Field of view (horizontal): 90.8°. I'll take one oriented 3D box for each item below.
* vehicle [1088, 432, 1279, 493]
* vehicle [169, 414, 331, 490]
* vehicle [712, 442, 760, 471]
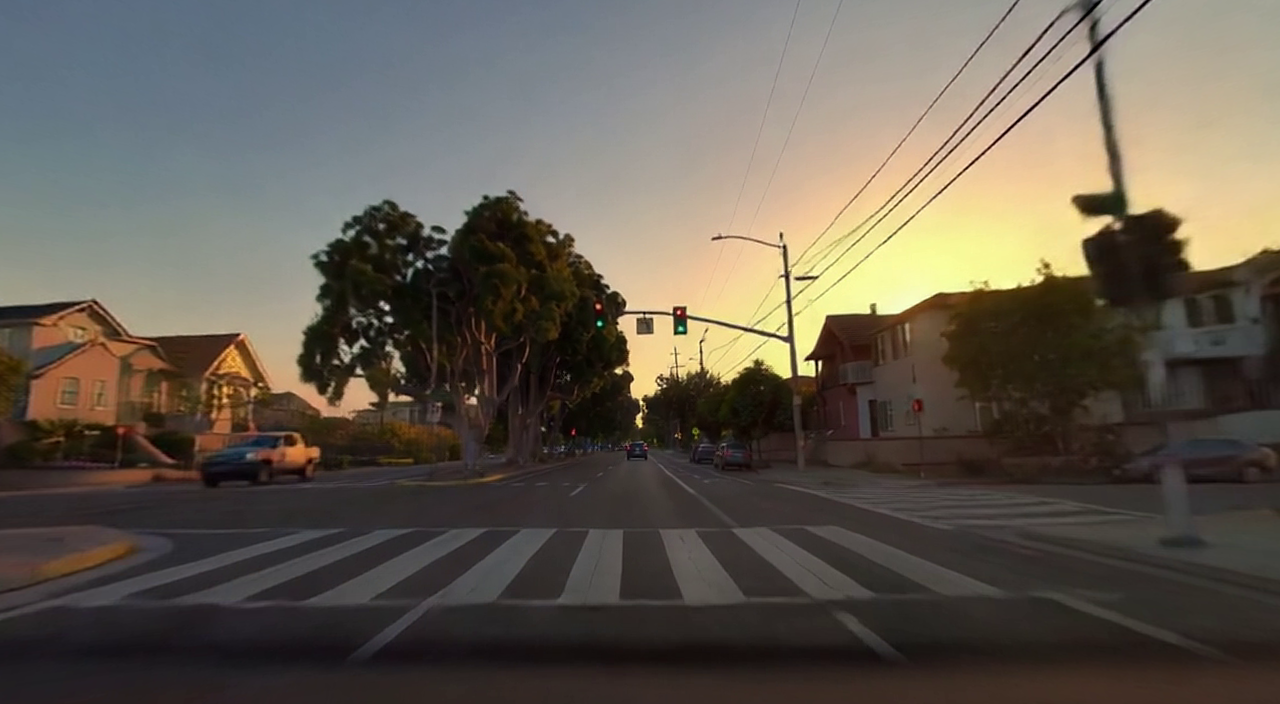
[{"bbox_3d":[16.895,3.373,19.558,4.561,1.723,2.030,0,-8,-5],"label":"vehicle"},{"bbox_3d":[-16.629,4.335,27.666,2.620,2.901,6.931,0,-8,0],"label":"vehicle"},{"bbox_3d":[5.611,6.133,37.454,2.066,1.552,4.799,0,-8,-1],"label":"vehicle"}]
